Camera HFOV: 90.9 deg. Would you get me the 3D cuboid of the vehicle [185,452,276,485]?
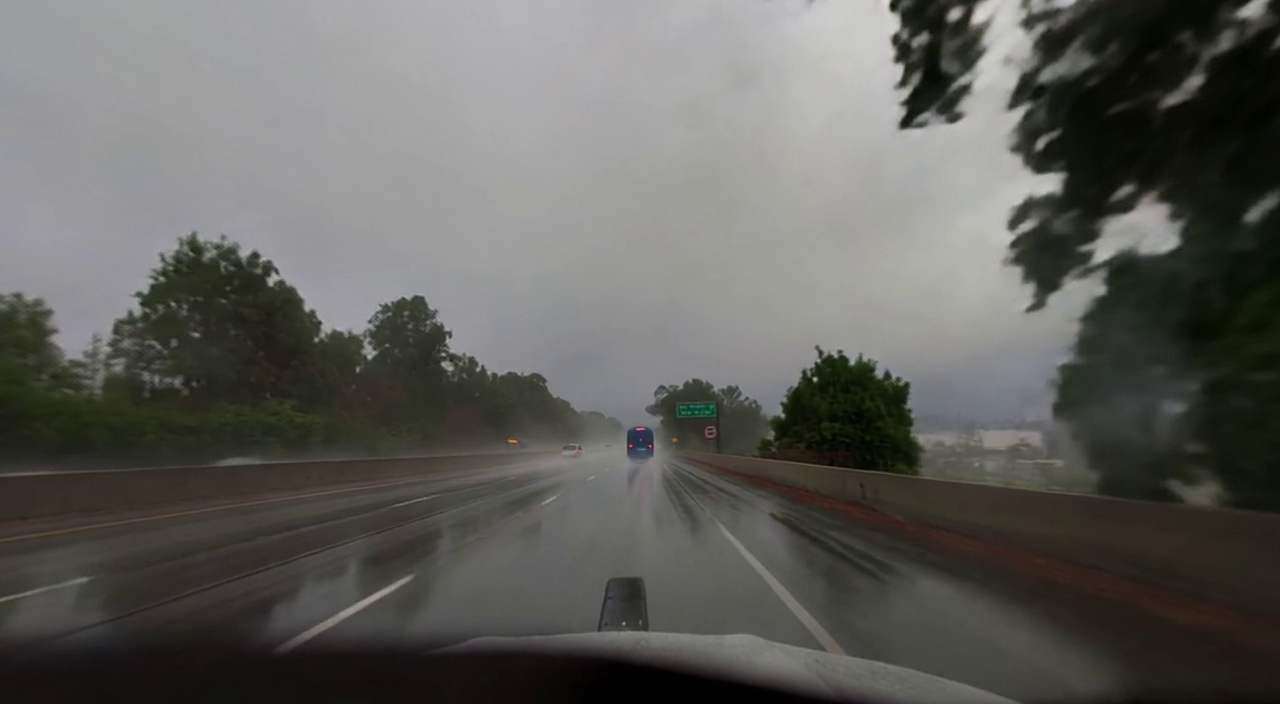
[{"bbox_3d":[-21.584,6.141,33.466,1.870,1.558,4.388,0,-8,0],"label":"vehicle"}]
